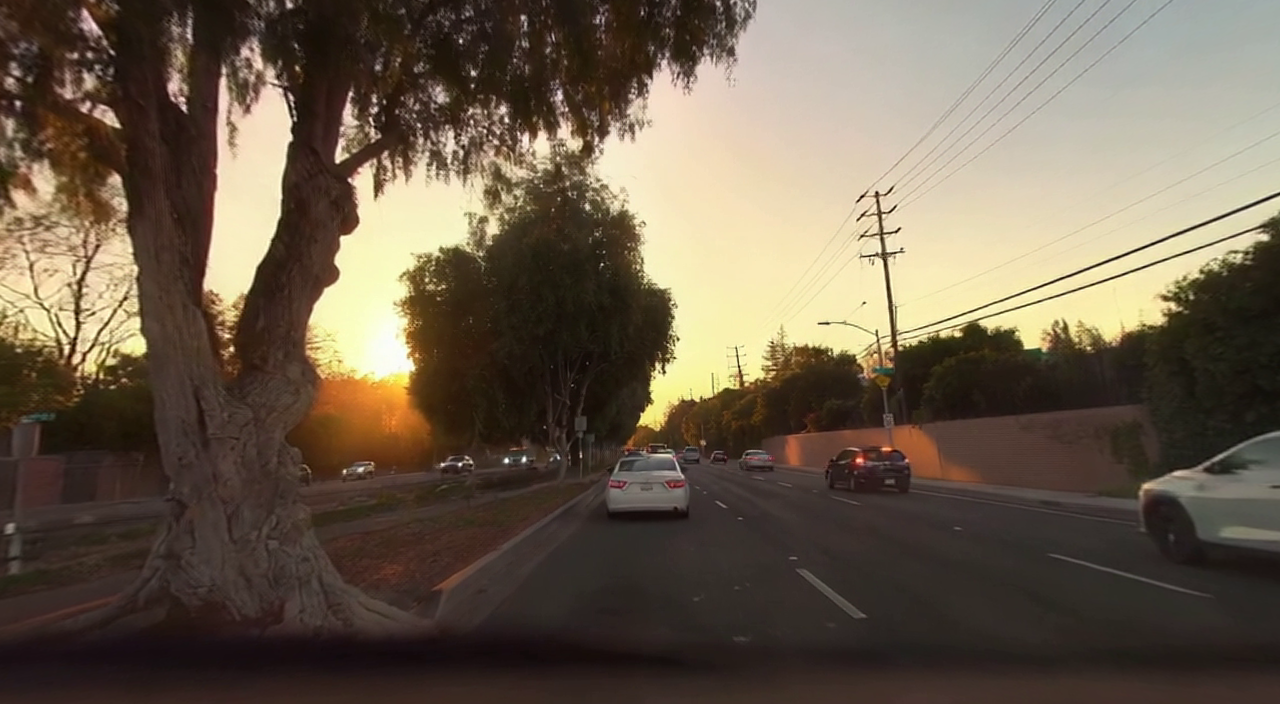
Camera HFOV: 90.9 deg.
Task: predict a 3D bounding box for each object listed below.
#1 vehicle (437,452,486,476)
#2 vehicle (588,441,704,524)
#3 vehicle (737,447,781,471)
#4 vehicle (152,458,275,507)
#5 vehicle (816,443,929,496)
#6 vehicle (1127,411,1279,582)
[{"bbox_3d":[-12.104,7.633,43.129,1.942,1.481,4.621,0,-8,0],"label":"vehicle"},{"bbox_3d":[0.112,2.663,13.478,2.108,1.479,3.935,0,-8,0],"label":"vehicle"},{"bbox_3d":[7.680,6.942,41.132,1.899,1.458,4.499,0,-8,-1],"label":"vehicle"},{"bbox_3d":[-15.047,4.573,22.516,1.701,1.494,3.791,0,-8,0],"label":"vehicle"},{"bbox_3d":[7.198,3.647,20.073,1.850,1.480,4.474,0,-8,0],"label":"vehicle"},{"bbox_3d":[7.209,1.338,5.709,1.983,1.649,4.557,0,-8,1],"label":"vehicle"}]
